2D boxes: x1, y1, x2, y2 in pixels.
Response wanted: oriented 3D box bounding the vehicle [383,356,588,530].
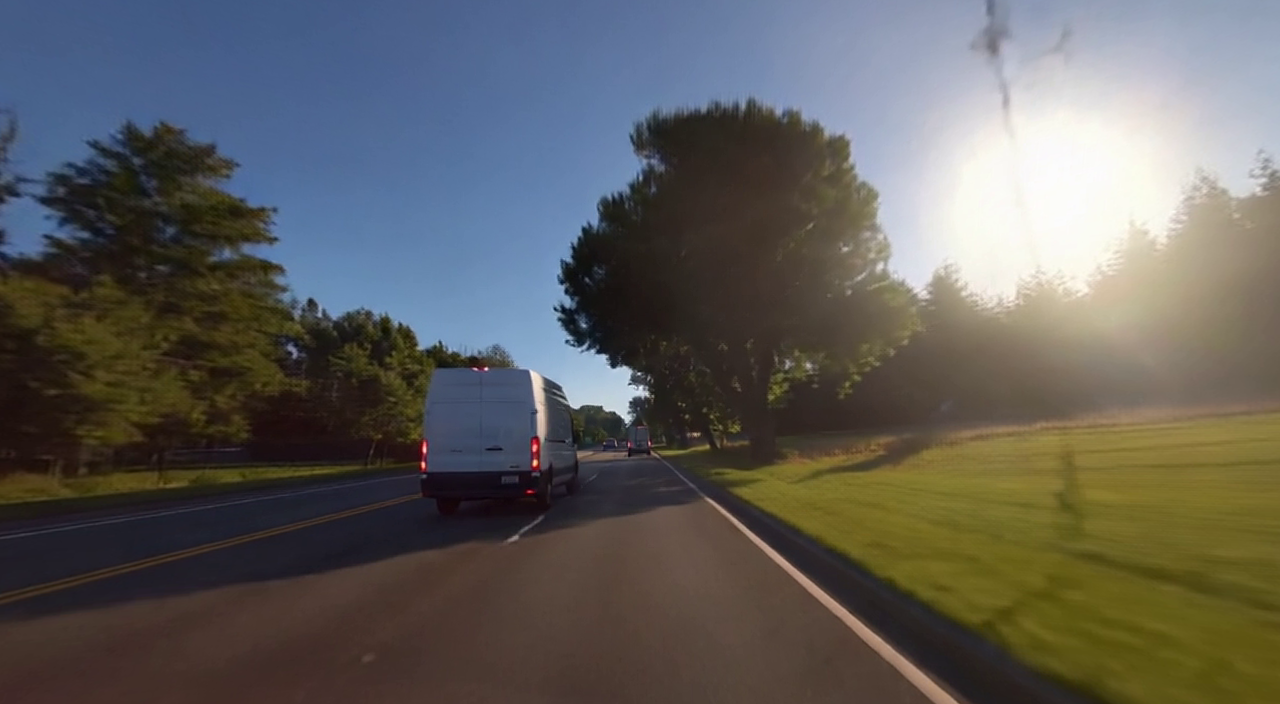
[{"bbox_3d":[-2.567,1.786,12.567,2.497,2.628,6.016,0,-8,1],"label":"vehicle"}]
